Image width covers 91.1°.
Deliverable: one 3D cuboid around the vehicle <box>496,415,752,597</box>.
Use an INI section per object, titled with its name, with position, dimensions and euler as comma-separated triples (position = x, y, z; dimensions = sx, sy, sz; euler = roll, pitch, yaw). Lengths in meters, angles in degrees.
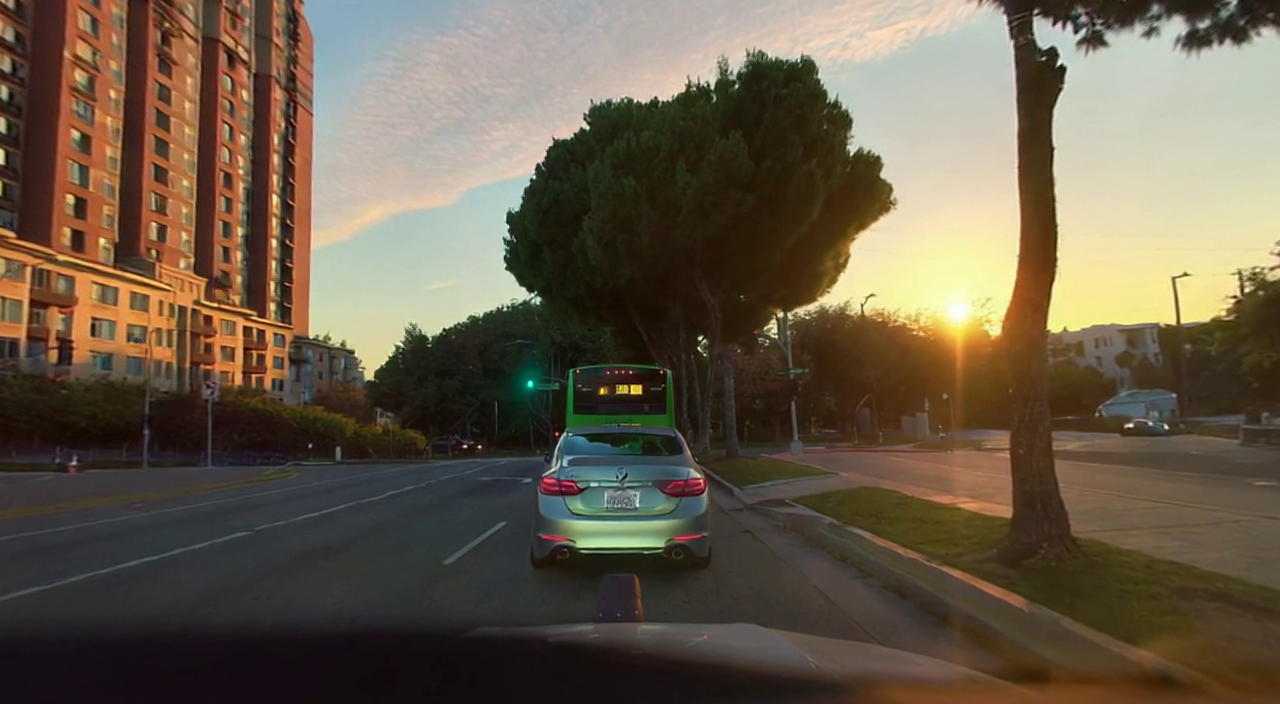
[vehicle]
position = -0.181, 1.508, 7.109
dimensions = 2.064, 1.452, 3.942
euler = 0, -8, -2
